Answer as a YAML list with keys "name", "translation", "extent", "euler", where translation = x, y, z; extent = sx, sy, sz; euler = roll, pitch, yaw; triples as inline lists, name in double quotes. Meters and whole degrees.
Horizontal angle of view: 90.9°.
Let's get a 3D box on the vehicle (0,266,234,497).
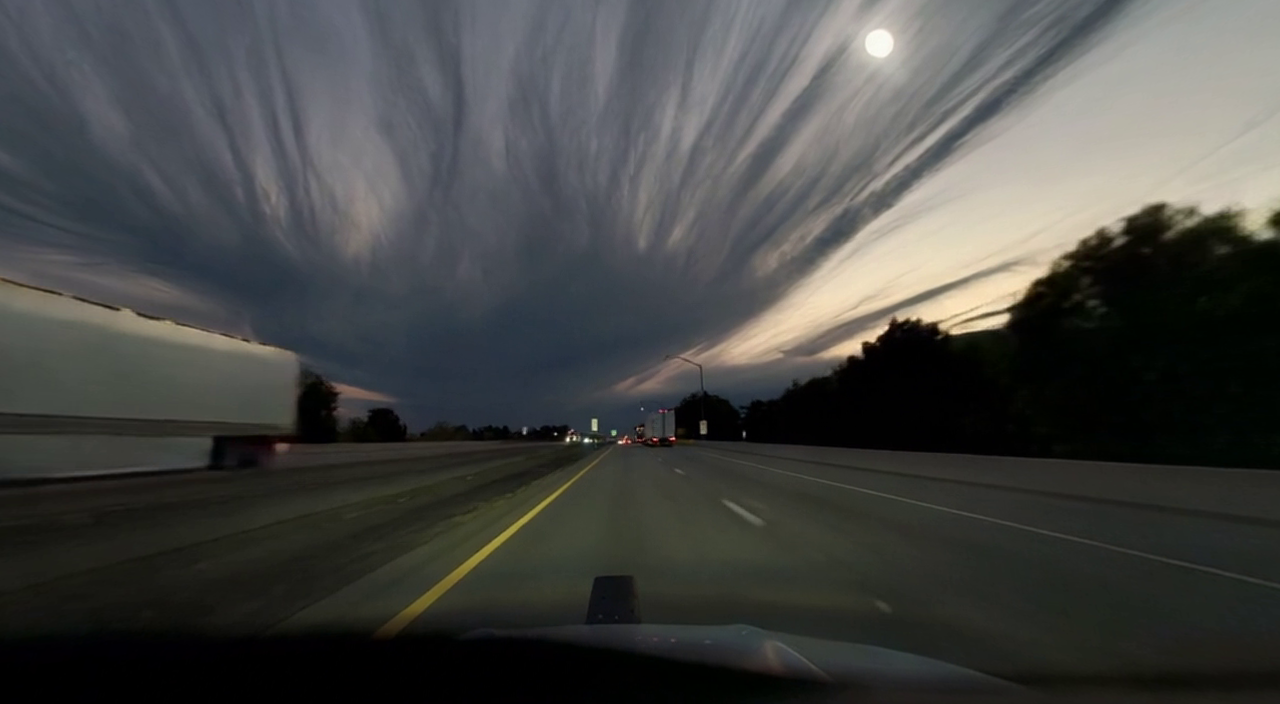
- name: "vehicle"
  translation: [-12.818, 0.437, 10.621]
  extent: [2.859, 4.075, 14.016]
  euler: [0, -8, -1]
